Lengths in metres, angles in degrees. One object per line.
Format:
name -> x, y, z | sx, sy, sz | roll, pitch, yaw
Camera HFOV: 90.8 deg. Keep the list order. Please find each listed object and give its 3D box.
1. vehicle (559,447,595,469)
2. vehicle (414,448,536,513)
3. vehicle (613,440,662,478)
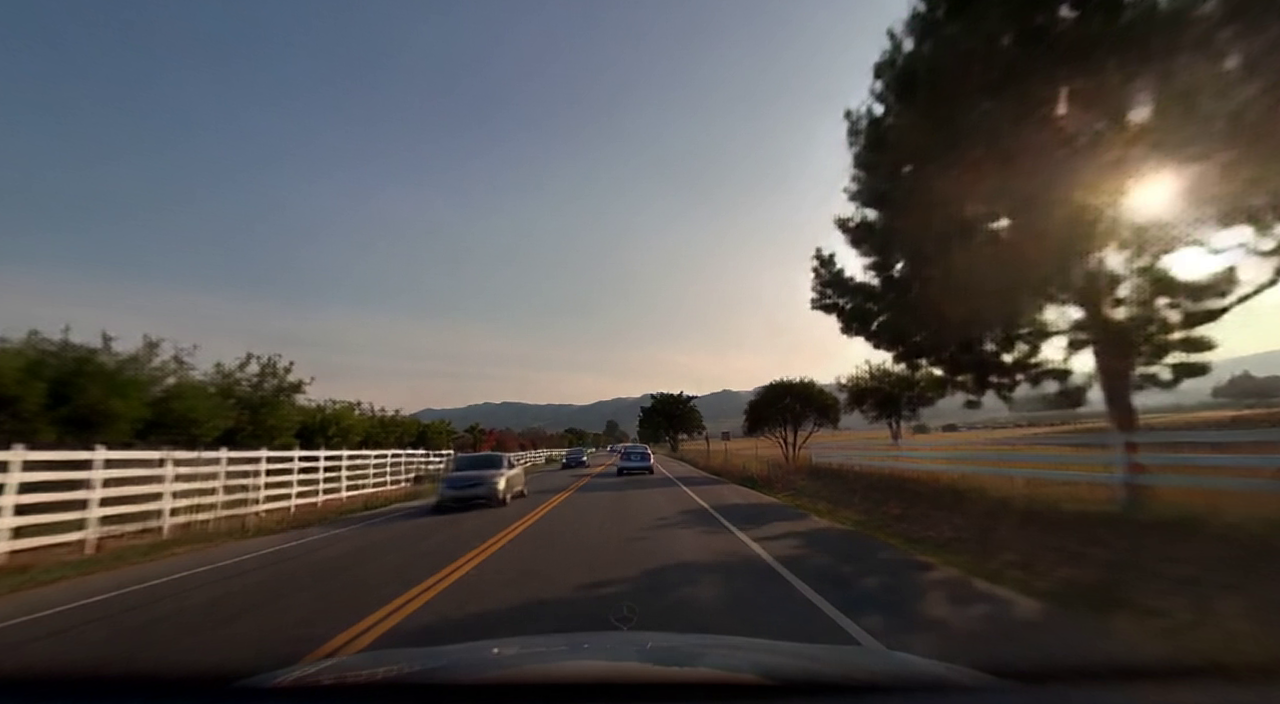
vehicle -> -4.551, 7.690, 46.133 | 2.107, 1.534, 4.752 | 0, -9, 1
vehicle -> -4.234, 3.335, 17.030 | 2.092, 1.490, 4.422 | 0, -9, 0
vehicle -> -0.123, 5.061, 30.086 | 2.158, 1.669, 4.006 | 0, -9, -1
